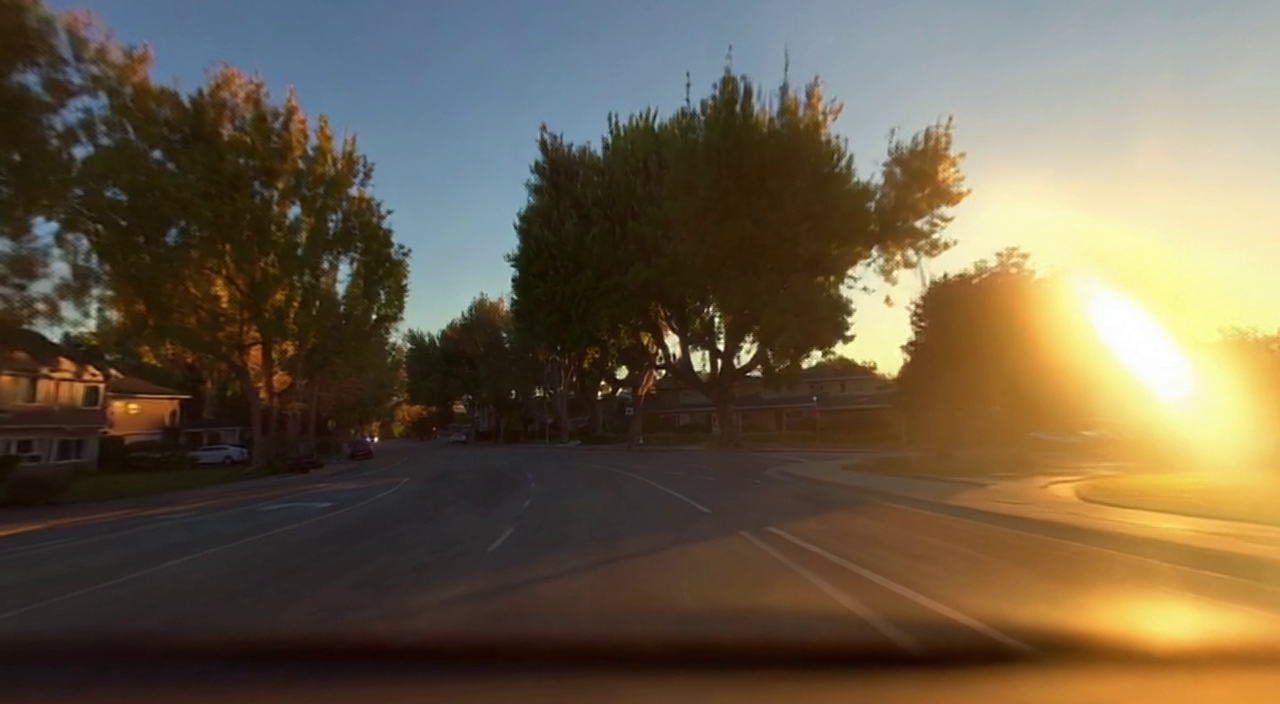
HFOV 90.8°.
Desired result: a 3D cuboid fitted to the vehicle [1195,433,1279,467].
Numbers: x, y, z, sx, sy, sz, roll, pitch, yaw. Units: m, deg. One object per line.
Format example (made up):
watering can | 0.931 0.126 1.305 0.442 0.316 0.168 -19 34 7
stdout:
vehicle | 28.769 4.465 28.843 4.593 1.456 2.003 -3 -9 19
